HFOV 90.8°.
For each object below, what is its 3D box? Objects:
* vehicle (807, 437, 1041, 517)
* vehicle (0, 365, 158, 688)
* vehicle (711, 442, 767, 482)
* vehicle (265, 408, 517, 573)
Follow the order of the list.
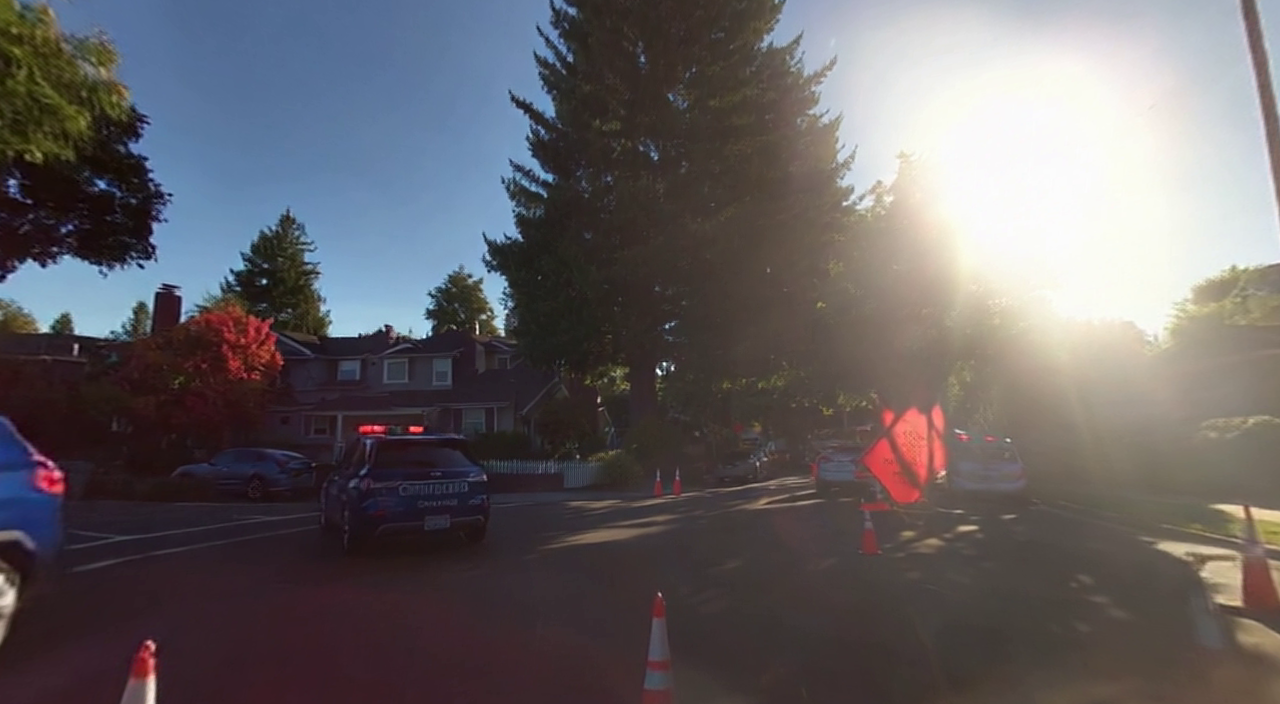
[{"bbox_3d":[6.621,2.850,14.925,4.656,1.577,2.099,1,-8,-15],"label":"vehicle"},{"bbox_3d":[-4.819,0.868,2.547,2.471,1.892,4.952,1,-9,-10],"label":"vehicle"},{"bbox_3d":[4.811,5.188,30.241,2.014,1.742,4.297,-3,-9,16],"label":"vehicle"},{"bbox_3d":[-3.773,1.824,9.158,2.350,1.748,4.094,6,-10,-36],"label":"vehicle"}]
